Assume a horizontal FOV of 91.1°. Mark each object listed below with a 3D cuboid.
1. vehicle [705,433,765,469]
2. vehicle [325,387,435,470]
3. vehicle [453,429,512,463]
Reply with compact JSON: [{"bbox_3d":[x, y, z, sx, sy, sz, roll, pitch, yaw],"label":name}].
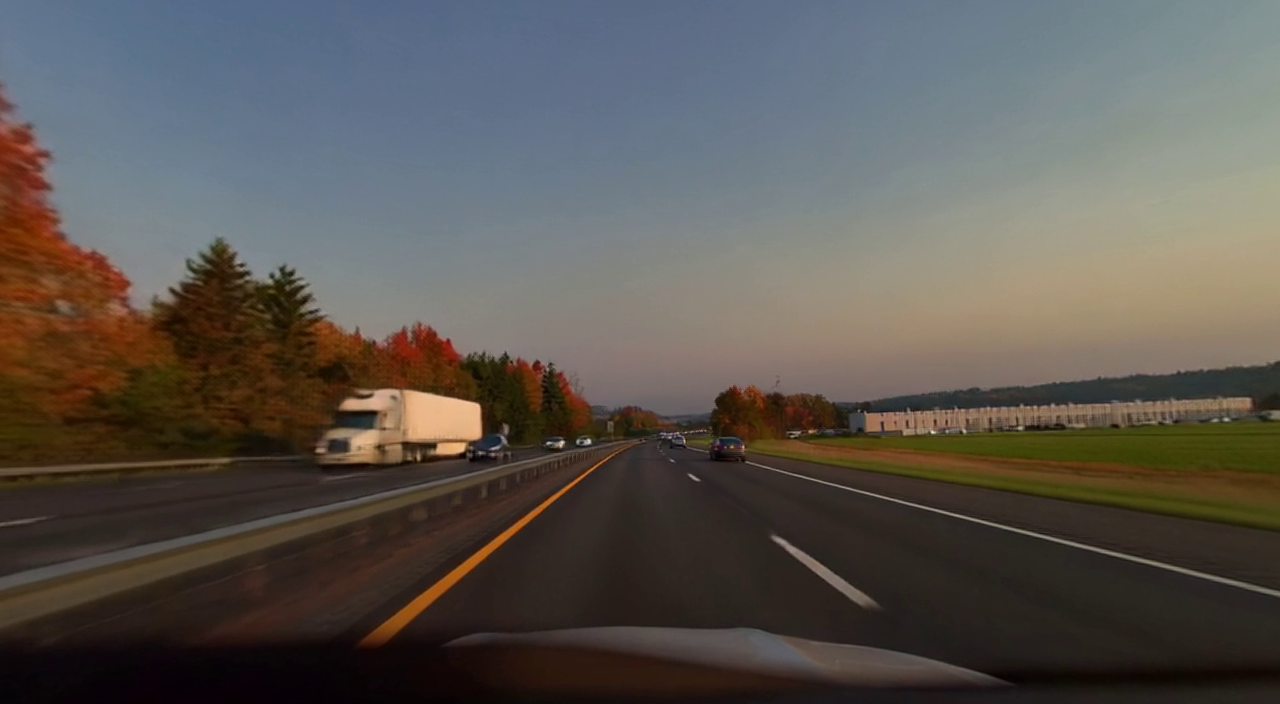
[{"bbox_3d":[4.222,4.461,28.570,2.024,1.516,4.197,0,-8,-1],"label":"vehicle"},{"bbox_3d":[-12.959,3.926,32.014,2.988,3.815,5.937,0,-8,0],"label":"vehicle"},{"bbox_3d":[-8.674,5.228,35.095,2.058,1.767,4.894,0,-8,0],"label":"vehicle"}]
